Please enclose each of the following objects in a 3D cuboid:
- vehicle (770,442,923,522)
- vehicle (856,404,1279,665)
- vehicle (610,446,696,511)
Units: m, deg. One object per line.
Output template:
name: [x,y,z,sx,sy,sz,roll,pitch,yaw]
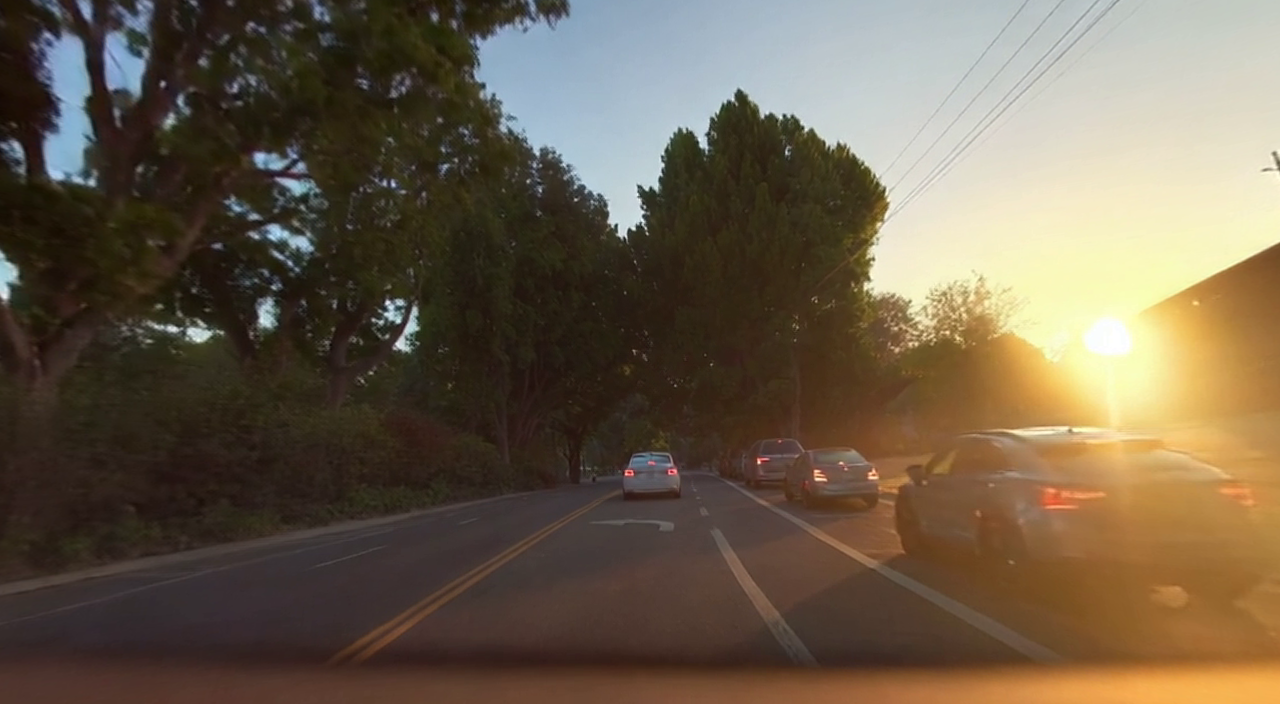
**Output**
vehicle: [4.348,2.770,14.196,1.992,1.469,4.823,0,-8,2]
vehicle: [3.972,1.486,6.345,1.957,1.629,4.609,0,-8,0]
vehicle: [0.386,3.379,17.374,2.078,1.521,4.058,0,-8,2]
